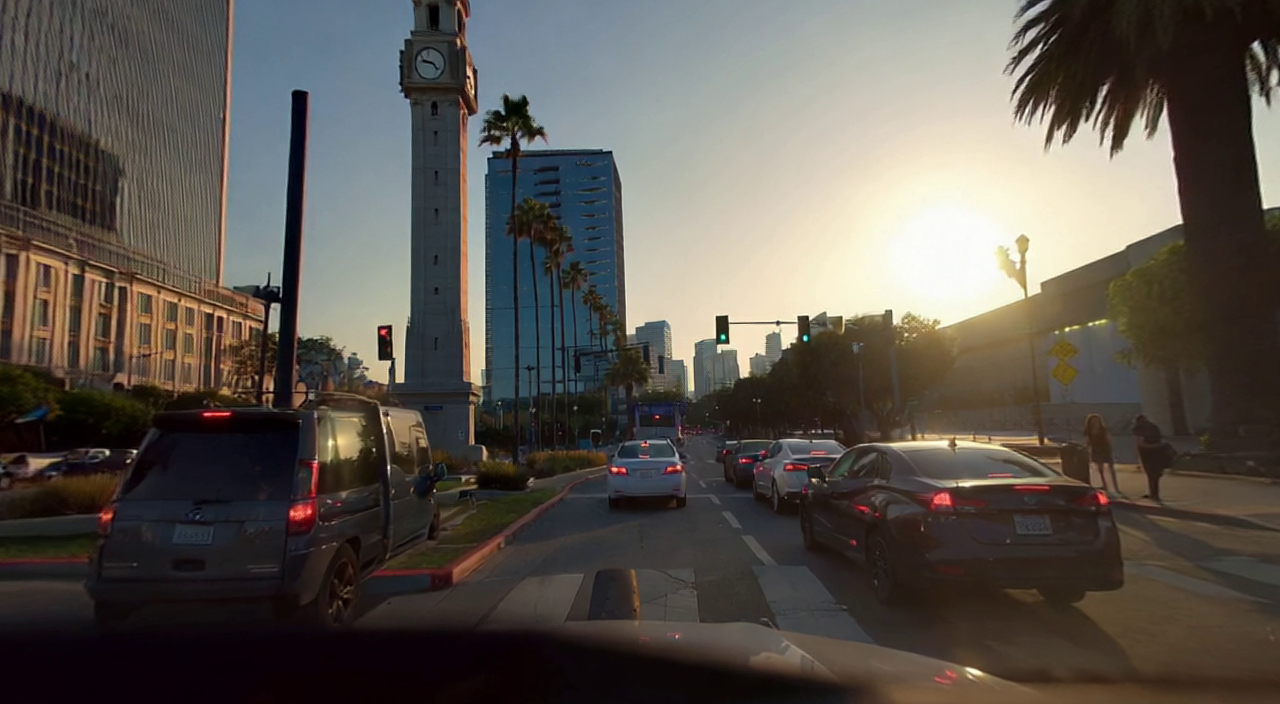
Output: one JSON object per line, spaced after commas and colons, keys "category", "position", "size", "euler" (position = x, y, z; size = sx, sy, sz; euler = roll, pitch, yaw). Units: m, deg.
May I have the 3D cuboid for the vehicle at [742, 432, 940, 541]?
{"category": "vehicle", "position": [3.103, 2.171, 10.838], "size": [1.913, 1.469, 4.425], "euler": [0, -9, -1]}

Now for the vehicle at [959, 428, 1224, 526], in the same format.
{"category": "vehicle", "position": [8.180, 2.283, 12.050], "size": [1.859, 1.508, 4.259], "euler": [0, -9, -1]}

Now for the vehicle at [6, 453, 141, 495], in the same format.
{"category": "vehicle", "position": [-26.704, 5.723, 29.954], "size": [2.105, 1.793, 4.812], "euler": [0, -9, -4]}

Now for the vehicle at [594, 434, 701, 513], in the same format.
{"category": "vehicle", "position": [0.179, 2.624, 14.000], "size": [2.048, 1.503, 3.681], "euler": [0, -9, 1]}

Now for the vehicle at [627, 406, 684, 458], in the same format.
{"category": "vehicle", "position": [0.832, 3.751, 29.112], "size": [2.230, 2.158, 5.498], "euler": [-1, -9, 5]}

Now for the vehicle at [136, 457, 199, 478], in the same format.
{"category": "vehicle", "position": [-36.835, 9.006, 49.226], "size": [1.700, 1.527, 4.445], "euler": [1, -9, -4]}
